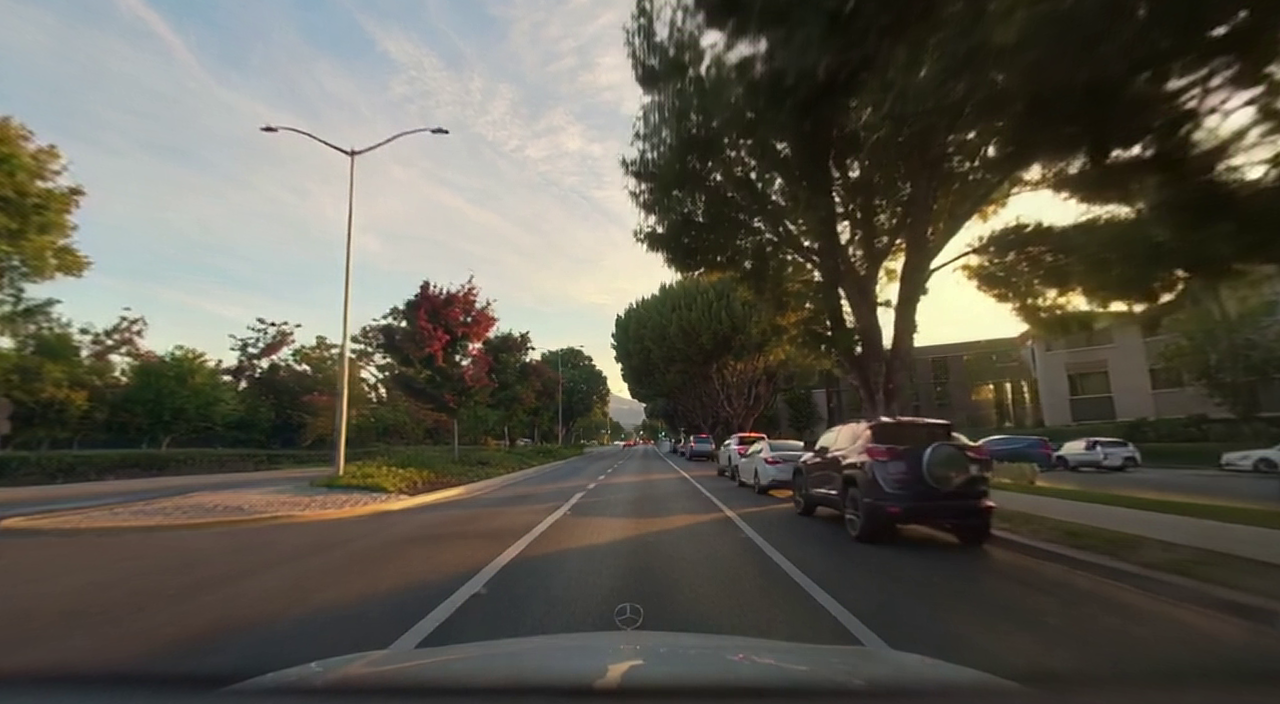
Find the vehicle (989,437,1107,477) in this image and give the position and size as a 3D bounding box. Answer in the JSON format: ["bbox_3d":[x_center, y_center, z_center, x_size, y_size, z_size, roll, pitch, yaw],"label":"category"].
[{"bbox_3d":[17.052,4.400,26.724,2.036,1.508,4.679,0,-8,2],"label":"vehicle"}]

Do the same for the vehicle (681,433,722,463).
[{"bbox_3d":[4.150,6.563,43.264,2.226,1.889,4.543,0,-8,-1],"label":"vehicle"}]

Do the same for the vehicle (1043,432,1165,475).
[{"bbox_3d":[19.632,4.302,26.959,2.008,1.582,4.329,-3,-8,3],"label":"vehicle"}]

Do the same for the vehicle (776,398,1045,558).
[{"bbox_3d":[3.620,1.774,9.521,2.144,1.848,4.159,0,-8,-1],"label":"vehicle"}]
